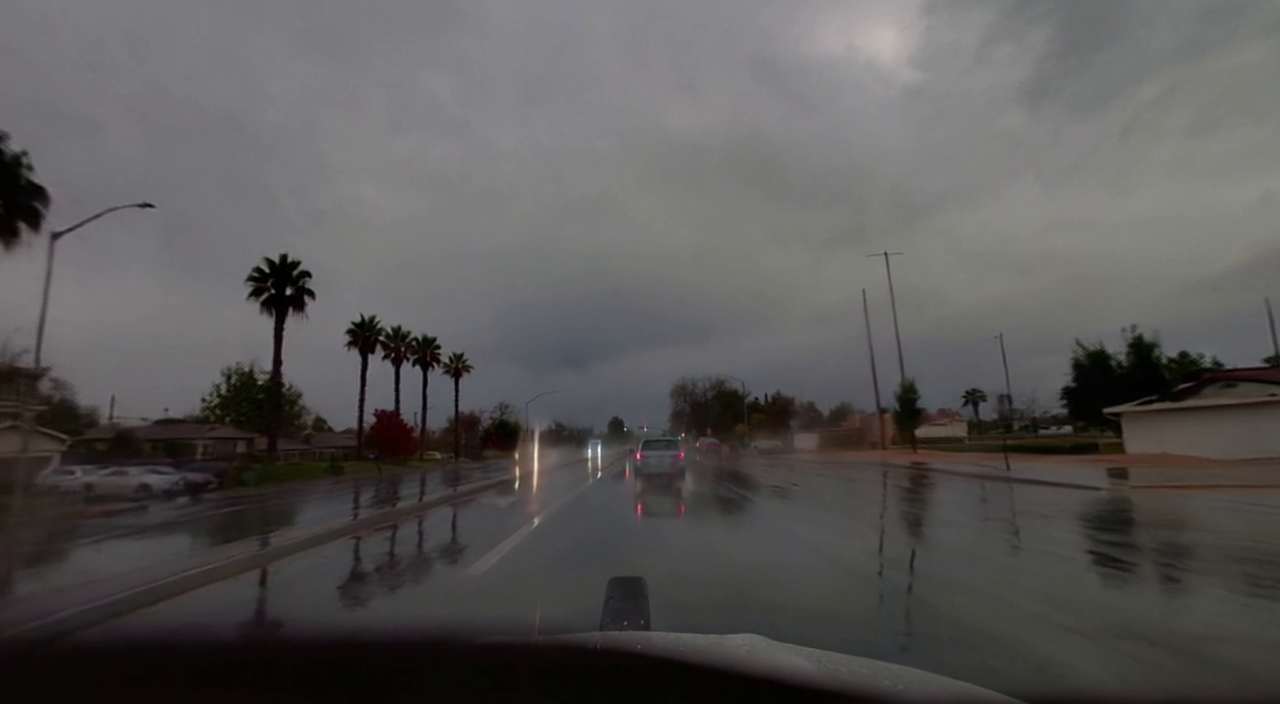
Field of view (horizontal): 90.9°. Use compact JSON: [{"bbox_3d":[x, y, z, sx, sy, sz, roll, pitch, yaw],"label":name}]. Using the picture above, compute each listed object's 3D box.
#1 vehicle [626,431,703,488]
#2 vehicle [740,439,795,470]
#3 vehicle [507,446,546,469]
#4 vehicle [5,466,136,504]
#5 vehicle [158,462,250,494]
[{"bbox_3d":[0.697,3.562,21.111,2.289,1.679,4.180,0,-9,-1],"label":"vehicle"},{"bbox_3d":[6.631,5.392,33.238,1.897,1.477,4.360,0,-9,-1],"label":"vehicle"},{"bbox_3d":[-8.209,7.687,46.129,1.951,1.499,4.710,-1,-9,1],"label":"vehicle"},{"bbox_3d":[-26.436,6.153,29.516,1.813,1.452,4.619,-1,-9,0],"label":"vehicle"},{"bbox_3d":[-23.420,6.760,34.089,1.834,1.499,4.346,-1,-9,1],"label":"vehicle"}]
